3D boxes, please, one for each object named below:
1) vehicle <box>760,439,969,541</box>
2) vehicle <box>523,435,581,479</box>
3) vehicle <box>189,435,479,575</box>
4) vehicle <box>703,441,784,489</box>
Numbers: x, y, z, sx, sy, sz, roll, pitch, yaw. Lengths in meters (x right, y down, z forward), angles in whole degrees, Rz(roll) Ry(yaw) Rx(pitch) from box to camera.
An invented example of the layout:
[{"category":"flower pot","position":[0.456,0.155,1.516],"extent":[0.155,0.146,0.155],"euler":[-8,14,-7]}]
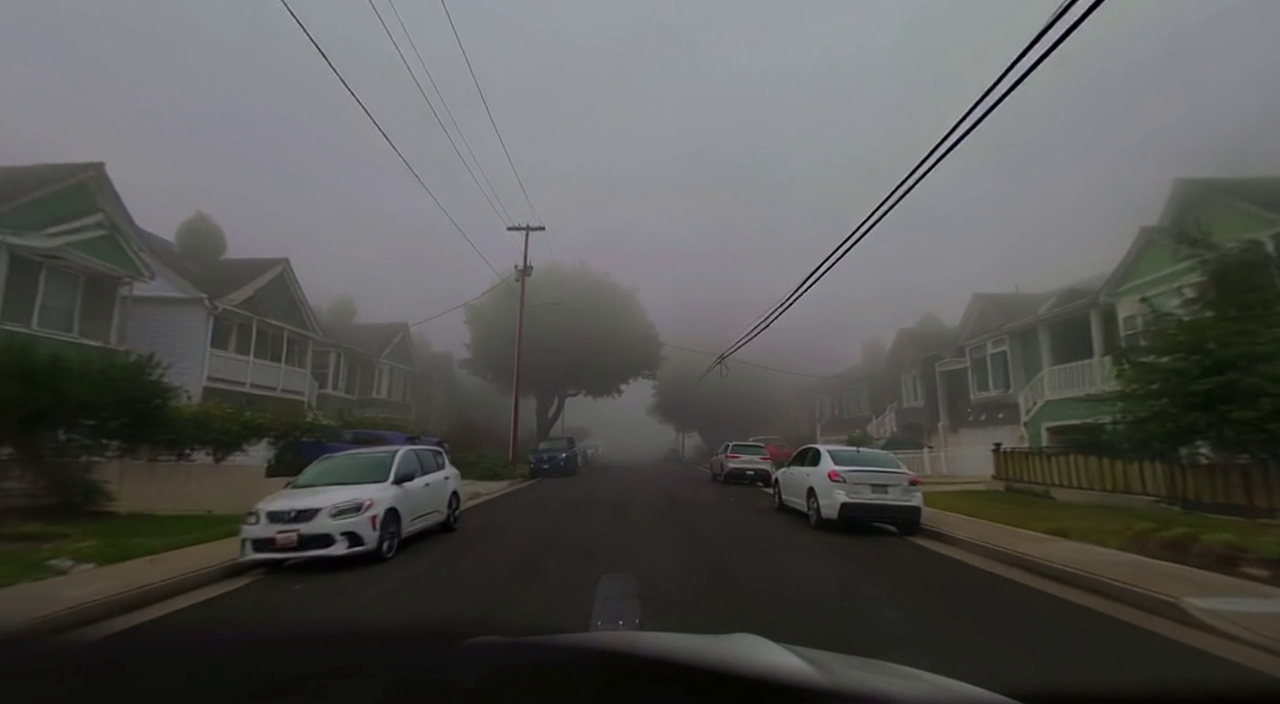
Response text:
[{"category":"vehicle","position":[3.704,2.344,11.521],"extent":[1.862,1.452,4.737],"euler":[0,-9,-3]},{"category":"vehicle","position":[-4.023,4.899,29.798],"extent":[2.057,1.887,5.053],"euler":[0,-8,0]},{"category":"vehicle","position":[-3.825,1.961,9.009],"extent":[1.971,1.460,4.523],"euler":[0,-8,-2]},{"category":"vehicle","position":[3.532,3.957,22.486],"extent":[2.019,1.536,4.405],"euler":[0,-9,-2]}]
